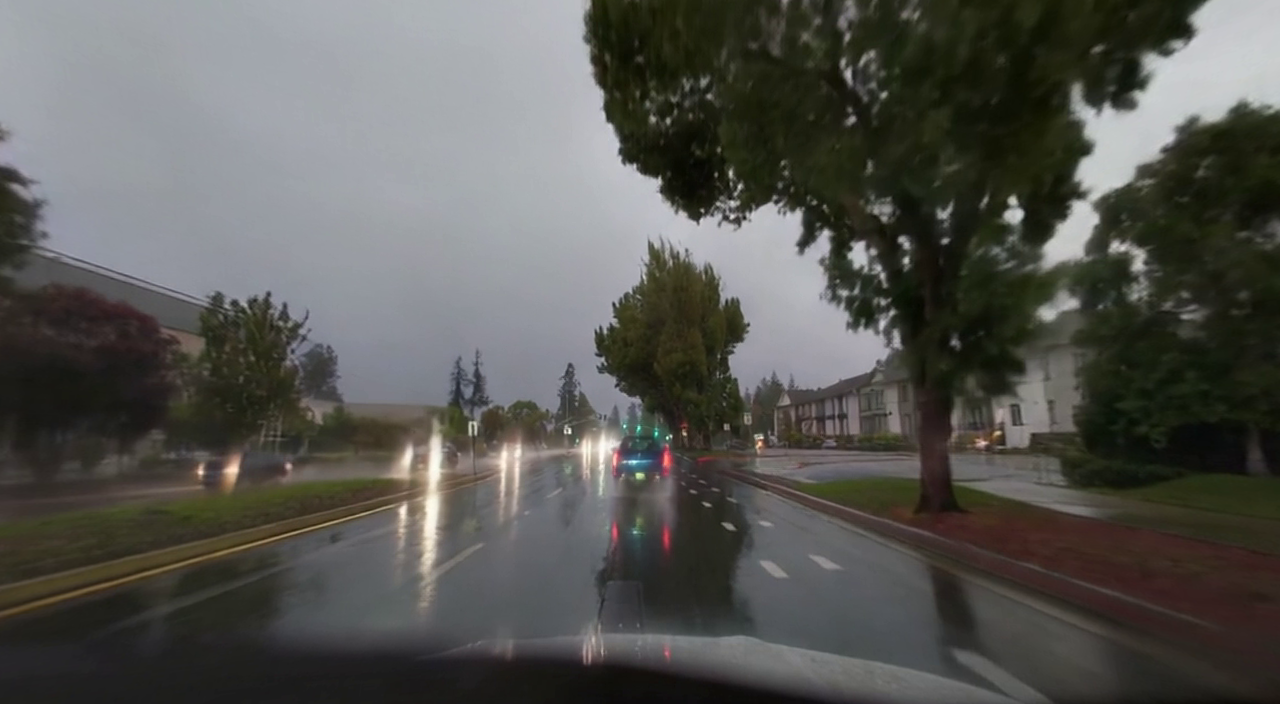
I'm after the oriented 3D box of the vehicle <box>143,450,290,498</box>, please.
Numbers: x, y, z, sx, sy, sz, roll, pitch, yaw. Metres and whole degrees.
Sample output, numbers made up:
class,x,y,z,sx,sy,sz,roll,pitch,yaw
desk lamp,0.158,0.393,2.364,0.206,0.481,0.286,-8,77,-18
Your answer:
class,x,y,z,sx,sy,sz,roll,pitch,yaw
vehicle,-15.375,4.432,23.338,2.124,1.542,4.702,0,-9,1

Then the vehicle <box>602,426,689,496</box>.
class,x,y,z,sx,sy,sz,roll,pitch,yaw
vehicle,0.123,2.953,17.343,2.094,1.682,3.866,0,-9,0

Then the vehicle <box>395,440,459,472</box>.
class,x,y,z,sx,sy,sz,roll,pitch,yaw
vehicle,-12.153,5.960,36.368,2.143,1.711,4.477,0,-8,0
